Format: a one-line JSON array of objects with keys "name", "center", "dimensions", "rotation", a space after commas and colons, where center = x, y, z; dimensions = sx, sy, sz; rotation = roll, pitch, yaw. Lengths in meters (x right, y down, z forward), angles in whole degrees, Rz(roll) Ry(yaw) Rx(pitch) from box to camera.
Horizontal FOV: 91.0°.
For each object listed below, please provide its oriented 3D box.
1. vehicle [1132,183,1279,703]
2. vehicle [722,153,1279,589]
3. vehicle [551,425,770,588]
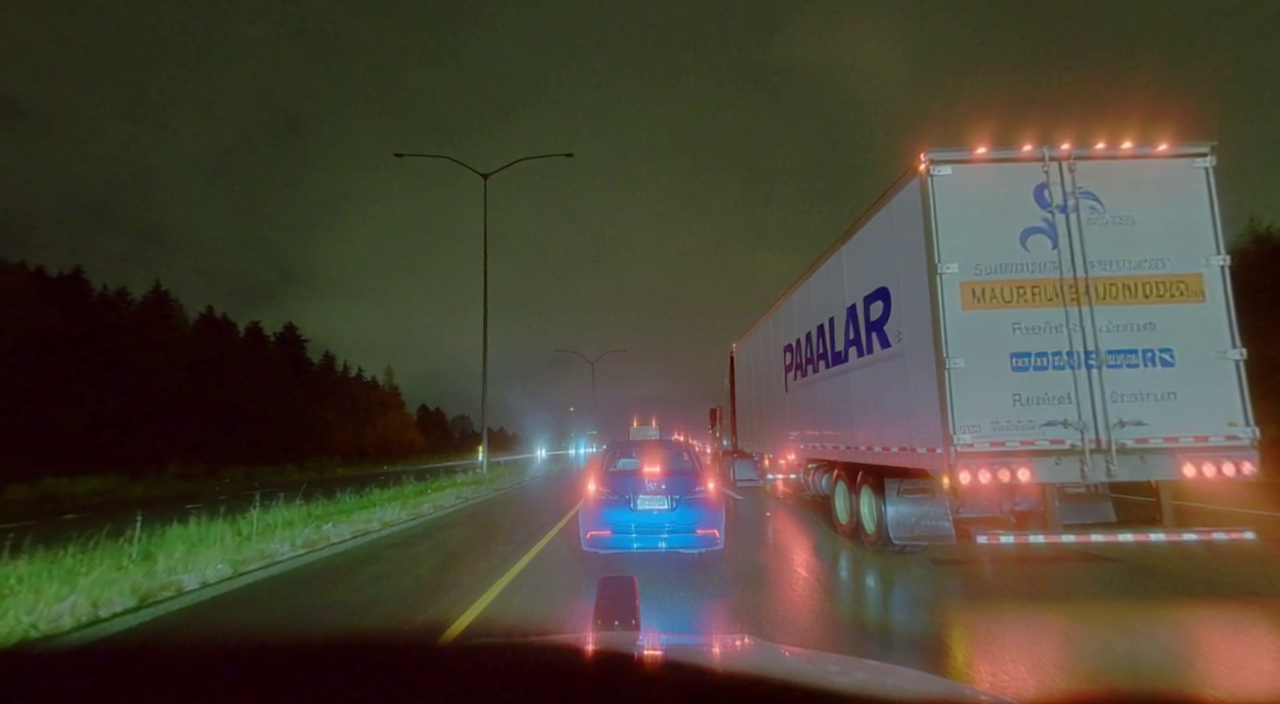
[{"name": "vehicle", "center": [4.730, 0.101, 0.631], "dimensions": [2.892, 2.615, 6.650], "rotation": [0, -8, -2]}, {"name": "vehicle", "center": [4.202, 1.072, 12.965], "dimensions": [2.827, 4.081, 14.305], "rotation": [0, -8, -1]}, {"name": "vehicle", "center": [0.177, 1.703, 7.757], "dimensions": [2.045, 1.490, 3.597], "rotation": [-1, -8, 0]}]
